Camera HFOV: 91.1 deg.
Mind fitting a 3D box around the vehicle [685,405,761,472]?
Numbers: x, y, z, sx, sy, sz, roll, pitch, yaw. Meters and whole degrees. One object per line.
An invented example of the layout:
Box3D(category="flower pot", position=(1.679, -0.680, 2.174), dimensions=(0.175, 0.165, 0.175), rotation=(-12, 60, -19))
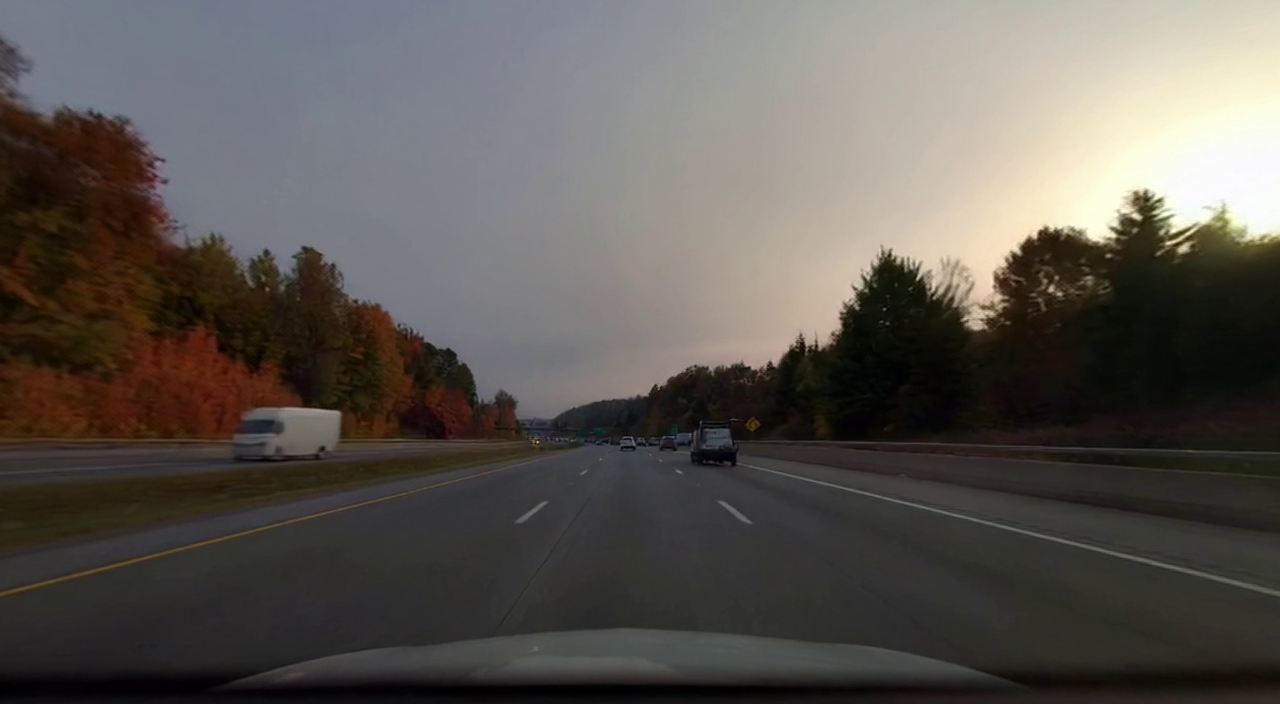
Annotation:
Box3D(category="vehicle", position=(3.473, 3.811, 27.690), dimensions=(2.411, 2.614, 5.781), rotation=(0, -8, -1))
